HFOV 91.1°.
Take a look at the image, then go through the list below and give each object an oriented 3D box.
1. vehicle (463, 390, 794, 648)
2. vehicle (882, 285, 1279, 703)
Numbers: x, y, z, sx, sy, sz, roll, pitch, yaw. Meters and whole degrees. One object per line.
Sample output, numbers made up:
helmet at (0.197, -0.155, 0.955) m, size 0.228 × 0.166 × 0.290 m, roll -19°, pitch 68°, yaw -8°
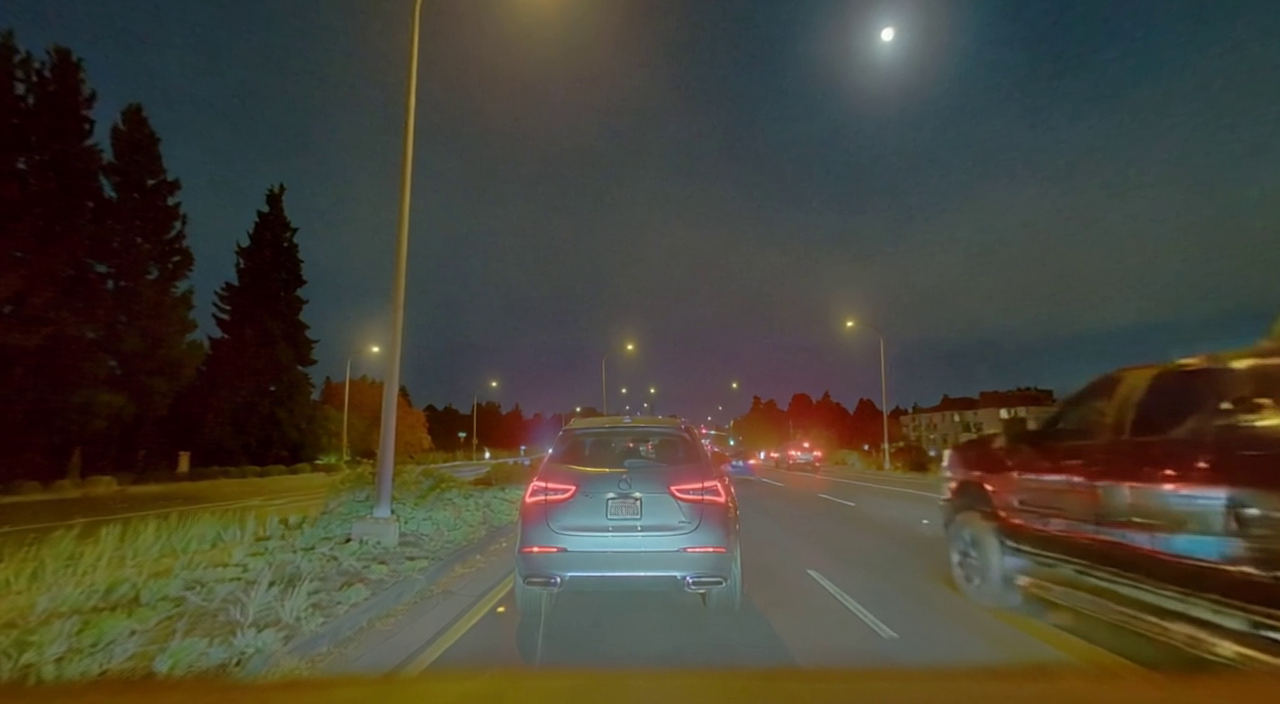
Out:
vehicle at (-0.085, 1.403, 6.243) m, size 2.172 × 1.694 × 4.055 m, roll 0°, pitch -8°, yaw 0°
vehicle at (3.917, 0.881, 3.758) m, size 2.440 × 1.962 × 6.363 m, roll 0°, pitch -8°, yaw 0°
